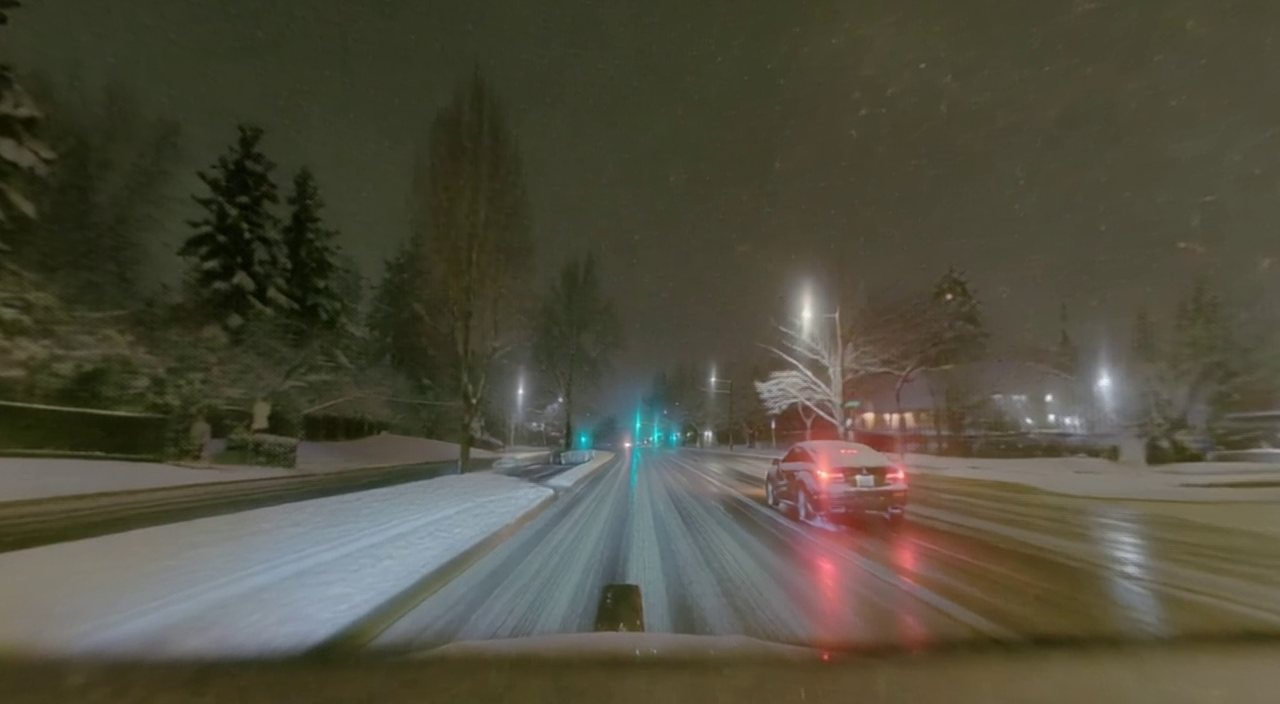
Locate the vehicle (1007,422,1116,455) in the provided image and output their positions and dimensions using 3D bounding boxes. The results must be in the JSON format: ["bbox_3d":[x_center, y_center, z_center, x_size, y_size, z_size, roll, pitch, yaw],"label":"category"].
[{"bbox_3d":[24.691,5.109,37.185,4.672,1.810,2.367,0,-9,-1],"label":"vehicle"}]

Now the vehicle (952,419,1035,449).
[{"bbox_3d":[25.577,5.984,45.858,4.733,2.074,2.022,0,-9,-1],"label":"vehicle"}]

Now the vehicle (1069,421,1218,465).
[{"bbox_3d":[25.424,4.575,32.058,5.672,1.841,2.092,-3,-7,0],"label":"vehicle"}]

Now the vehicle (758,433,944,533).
[{"bbox_3d":[3.518,2.256,11.439,1.852,1.453,4.083,0,-9,-1],"label":"vehicle"}]
